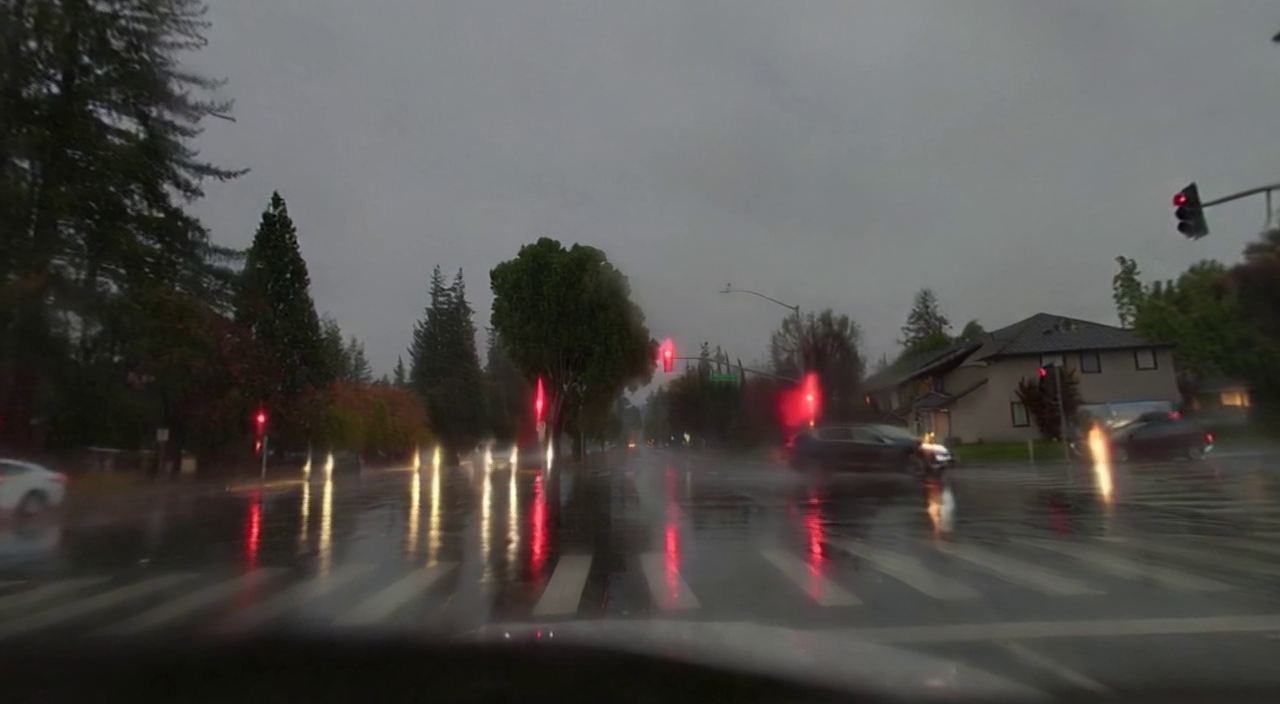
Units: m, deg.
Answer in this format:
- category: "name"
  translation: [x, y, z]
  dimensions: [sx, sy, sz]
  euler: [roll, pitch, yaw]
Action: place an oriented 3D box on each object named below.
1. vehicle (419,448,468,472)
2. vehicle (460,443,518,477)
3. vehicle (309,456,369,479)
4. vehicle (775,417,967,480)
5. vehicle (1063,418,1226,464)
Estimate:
- category: "vehicle"
  translation: [-13.427, 7.380, 43.366]
  dimensions: [1.973, 1.511, 4.299]
  euler: [0, -9, 0]
- category: "vehicle"
  translation: [-7.432, 5.220, 30.698]
  dimensions: [2.017, 1.496, 4.749]
  euler: [3, -9, -22]
- category: "vehicle"
  translation: [-20.811, 7.994, 43.841]
  dimensions: [1.872, 1.455, 4.576]
  euler: [0, -9, 0]
- category: "vehicle"
  translation: [7.021, 3.000, 19.508]
  dimensions: [5.188, 1.731, 2.191]
  euler: [-4, -9, 21]
- category: "vehicle"
  translation: [17.320, 3.096, 21.790]
  dimensions: [3.969, 1.493, 1.823]
  euler: [0, -9, 1]
